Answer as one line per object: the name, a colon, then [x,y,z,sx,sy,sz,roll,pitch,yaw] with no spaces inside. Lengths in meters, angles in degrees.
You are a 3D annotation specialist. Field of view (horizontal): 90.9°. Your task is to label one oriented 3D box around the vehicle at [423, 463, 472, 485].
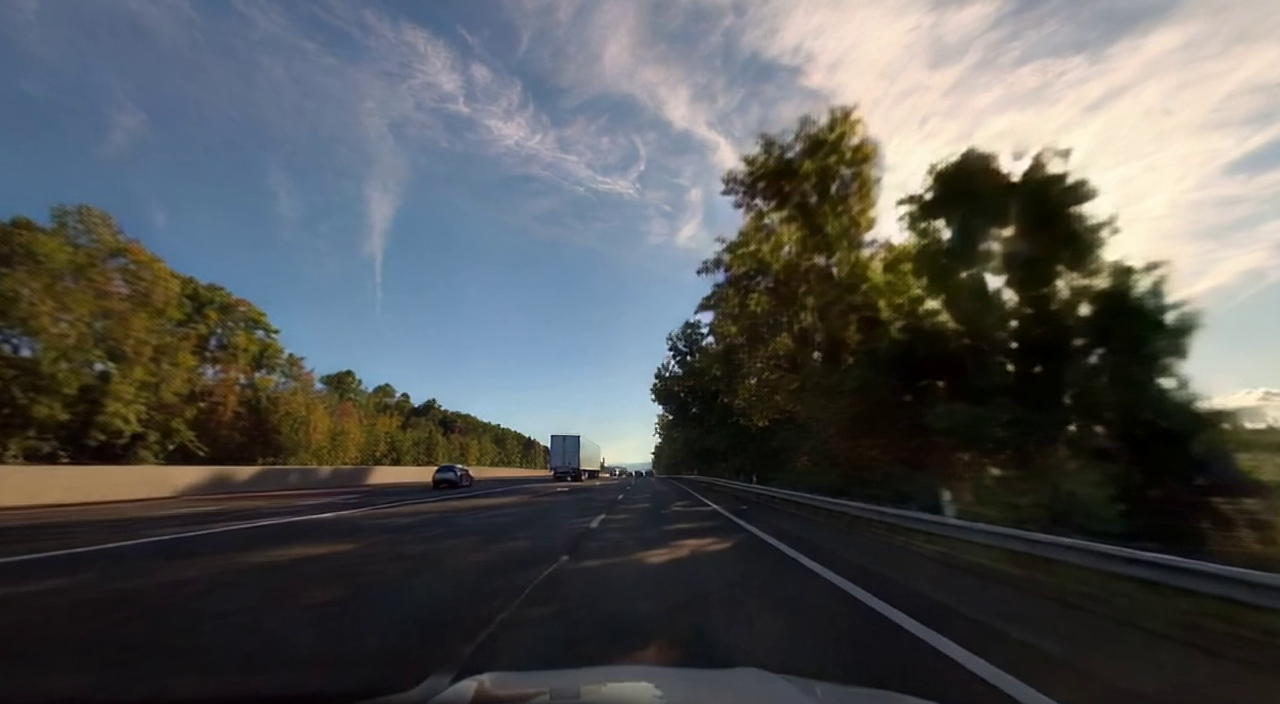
vehicle: [-13.110,8.324,43.073,1.745,1.430,4.252,0,-10,4]
